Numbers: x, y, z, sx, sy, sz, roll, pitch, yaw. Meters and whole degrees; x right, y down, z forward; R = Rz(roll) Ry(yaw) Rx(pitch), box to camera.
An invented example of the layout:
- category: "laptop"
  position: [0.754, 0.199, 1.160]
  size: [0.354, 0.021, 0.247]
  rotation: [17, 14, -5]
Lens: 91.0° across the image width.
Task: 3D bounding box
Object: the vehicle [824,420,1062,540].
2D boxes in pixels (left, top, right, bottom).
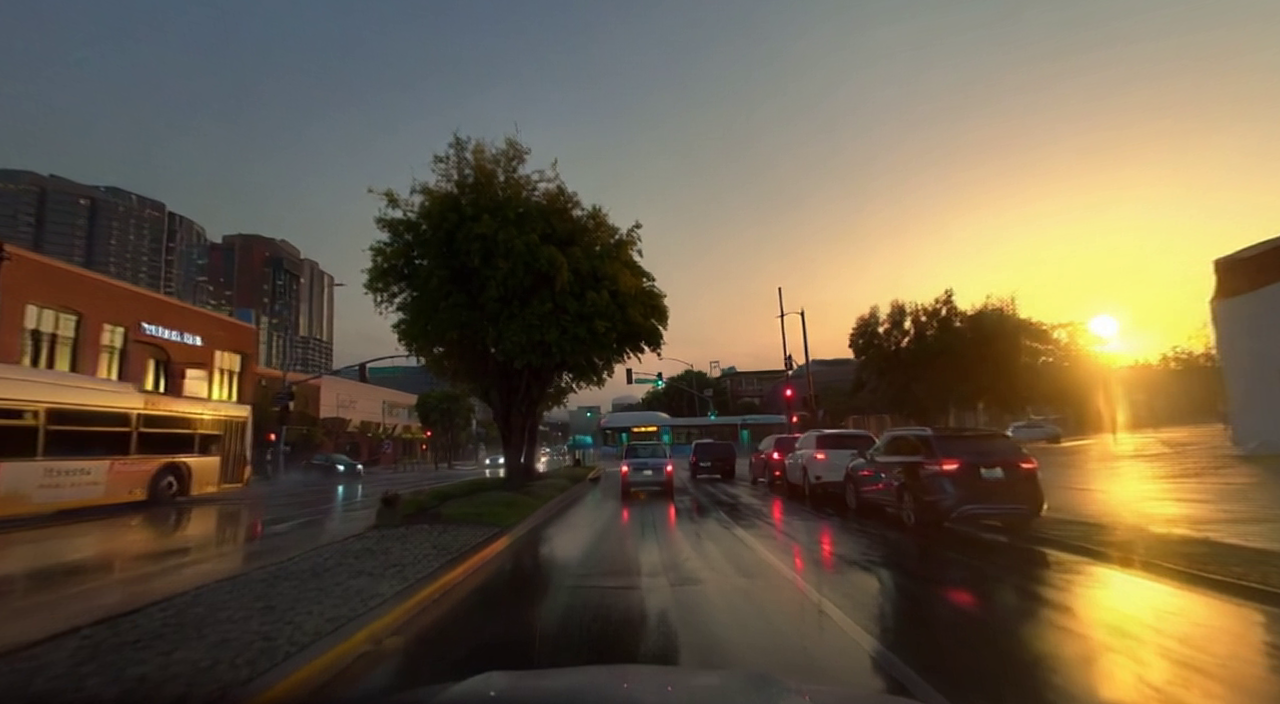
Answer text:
- category: "vehicle"
  position: [4.975, 2.164, 11.210]
  size: [2.014, 1.681, 4.332]
  rotation: [0, -9, -1]

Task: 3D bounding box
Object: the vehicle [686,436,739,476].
- category: "vehicle"
  position: [3.294, 4.843, 29.443]
  size: [2.222, 1.688, 3.952]
  rotation: [0, -9, 3]

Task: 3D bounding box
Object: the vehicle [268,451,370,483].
- category: "vehicle"
  position: [-19.650, 7.019, 38.667]
  size: [5.016, 1.792, 2.250]
  rotation: [-1, -9, 7]

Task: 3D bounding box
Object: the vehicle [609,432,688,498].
- category: "vehicle"
  position: [0.174, 3.356, 19.049]
  size: [2.089, 1.699, 4.650]
  rotation: [1, -9, -1]

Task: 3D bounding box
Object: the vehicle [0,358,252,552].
- category: "vehicle"
  position: [-12.863, 1.896, 11.664]
  size: [3.356, 3.365, 12.460]
  rotation: [0, -9, 0]
